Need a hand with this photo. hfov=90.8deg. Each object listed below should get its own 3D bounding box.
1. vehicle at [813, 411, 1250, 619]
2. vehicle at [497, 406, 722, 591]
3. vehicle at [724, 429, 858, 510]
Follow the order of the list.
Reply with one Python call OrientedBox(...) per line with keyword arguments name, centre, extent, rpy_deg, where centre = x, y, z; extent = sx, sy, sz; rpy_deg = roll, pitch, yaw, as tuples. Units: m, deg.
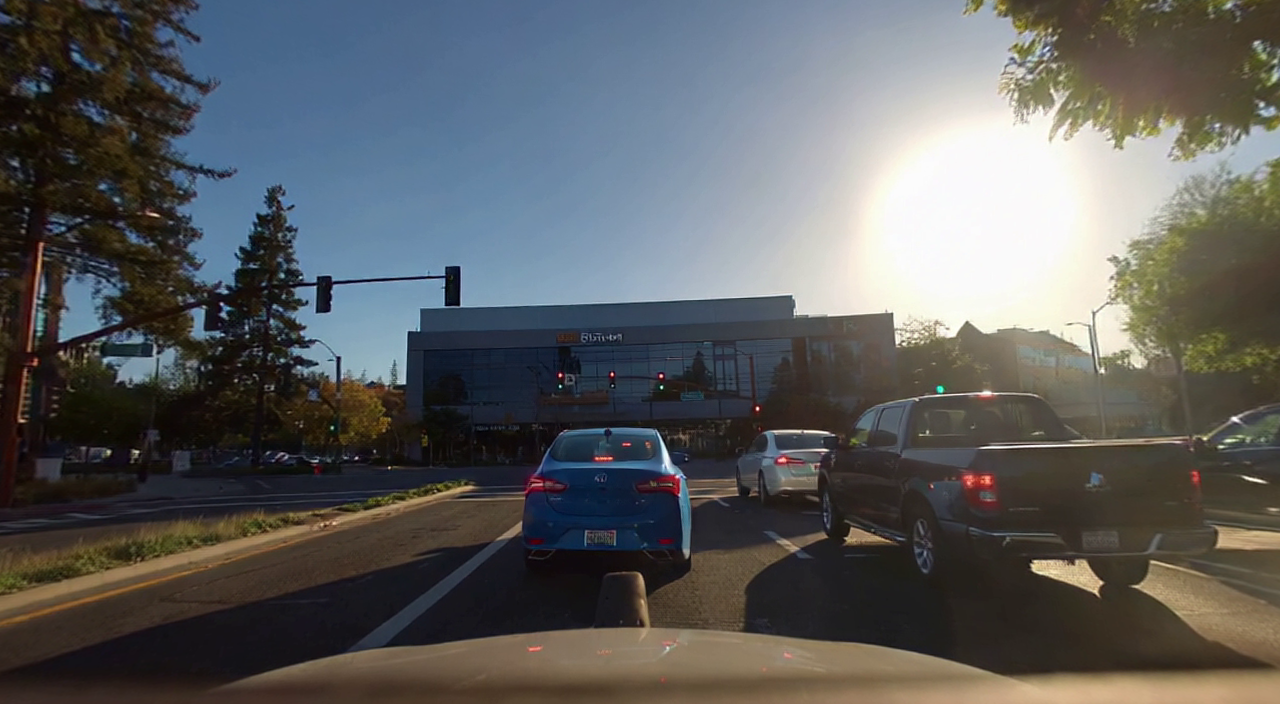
OrientedBox(name="vehicle", centre=(3.602, 1.571, 7.139), extent=(1.955, 1.550, 4.587), rpy_deg=(0, -8, -1))
OrientedBox(name="vehicle", centre=(-0.273, 1.611, 7.680), extent=(2.037, 1.674, 3.693), rpy_deg=(0, -8, 0))
OrientedBox(name="vehicle", centre=(3.359, 2.718, 15.057), extent=(2.031, 1.626, 4.264), rpy_deg=(0, -8, -1))
